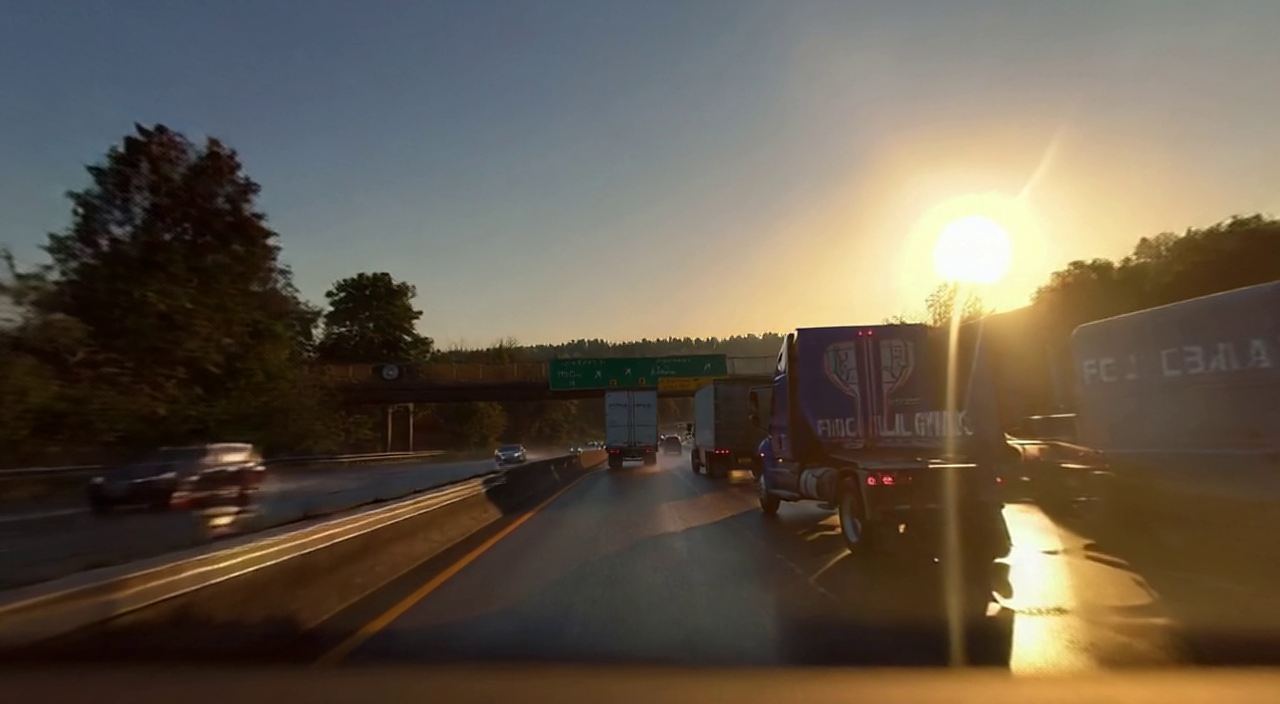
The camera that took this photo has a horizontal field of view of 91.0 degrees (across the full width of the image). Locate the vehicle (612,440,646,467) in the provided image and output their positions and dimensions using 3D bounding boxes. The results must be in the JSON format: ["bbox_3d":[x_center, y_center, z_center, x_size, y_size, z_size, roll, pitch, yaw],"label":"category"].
[{"bbox_3d":[-0.662,6.023,37.487,1.943,1.491,3.459,0,-8,-2],"label":"vehicle"}]

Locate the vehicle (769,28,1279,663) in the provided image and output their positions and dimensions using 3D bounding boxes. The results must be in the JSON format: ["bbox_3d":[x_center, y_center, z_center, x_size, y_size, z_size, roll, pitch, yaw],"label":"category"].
[{"bbox_3d":[4.244,0.439,8.518,2.853,4.086,9.078,0,-8,-1],"label":"vehicle"}]

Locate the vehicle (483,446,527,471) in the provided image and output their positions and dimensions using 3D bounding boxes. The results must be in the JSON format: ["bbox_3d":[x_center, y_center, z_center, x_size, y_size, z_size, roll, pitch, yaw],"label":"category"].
[{"bbox_3d":[-8.842,6.990,41.656,1.986,1.522,4.181,-1,-8,0],"label":"vehicle"}]
